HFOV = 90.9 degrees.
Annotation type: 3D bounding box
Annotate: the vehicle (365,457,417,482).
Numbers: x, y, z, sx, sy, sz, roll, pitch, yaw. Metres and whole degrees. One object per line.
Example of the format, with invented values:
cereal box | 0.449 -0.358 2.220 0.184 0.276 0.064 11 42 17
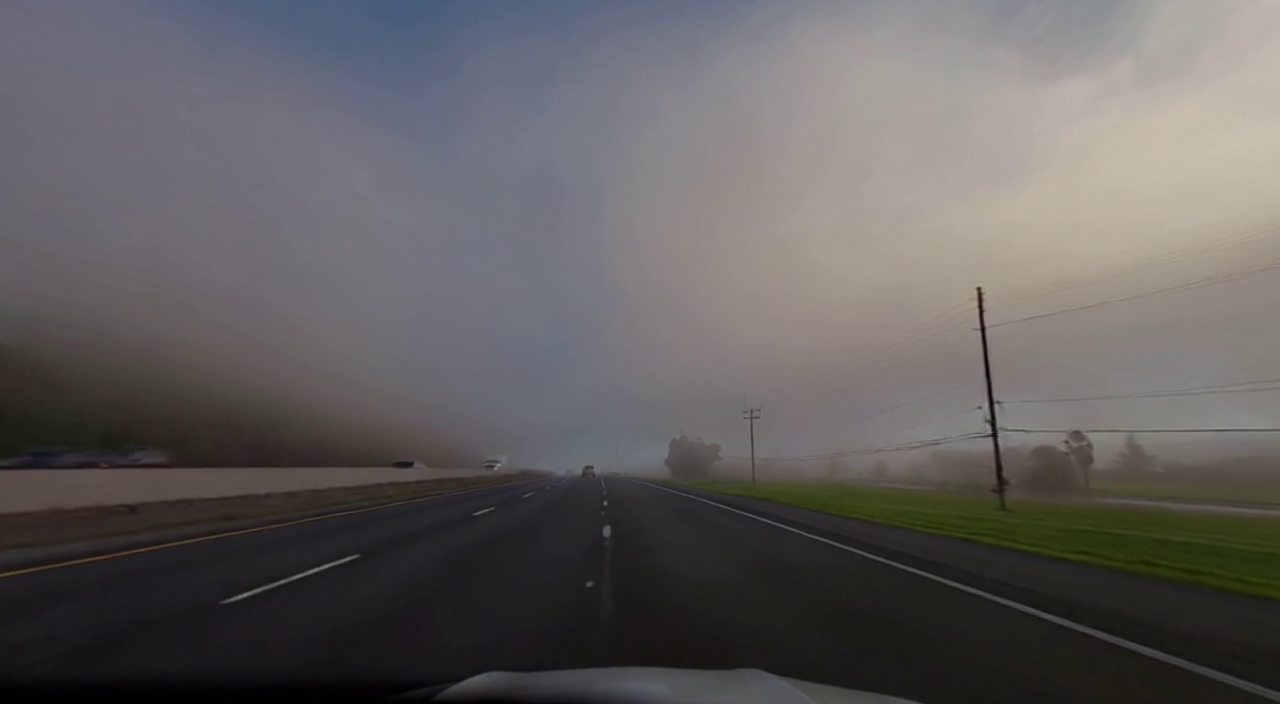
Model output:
vehicle | -16.675 7.909 42.432 1.862 1.517 4.515 1 -10 -4
